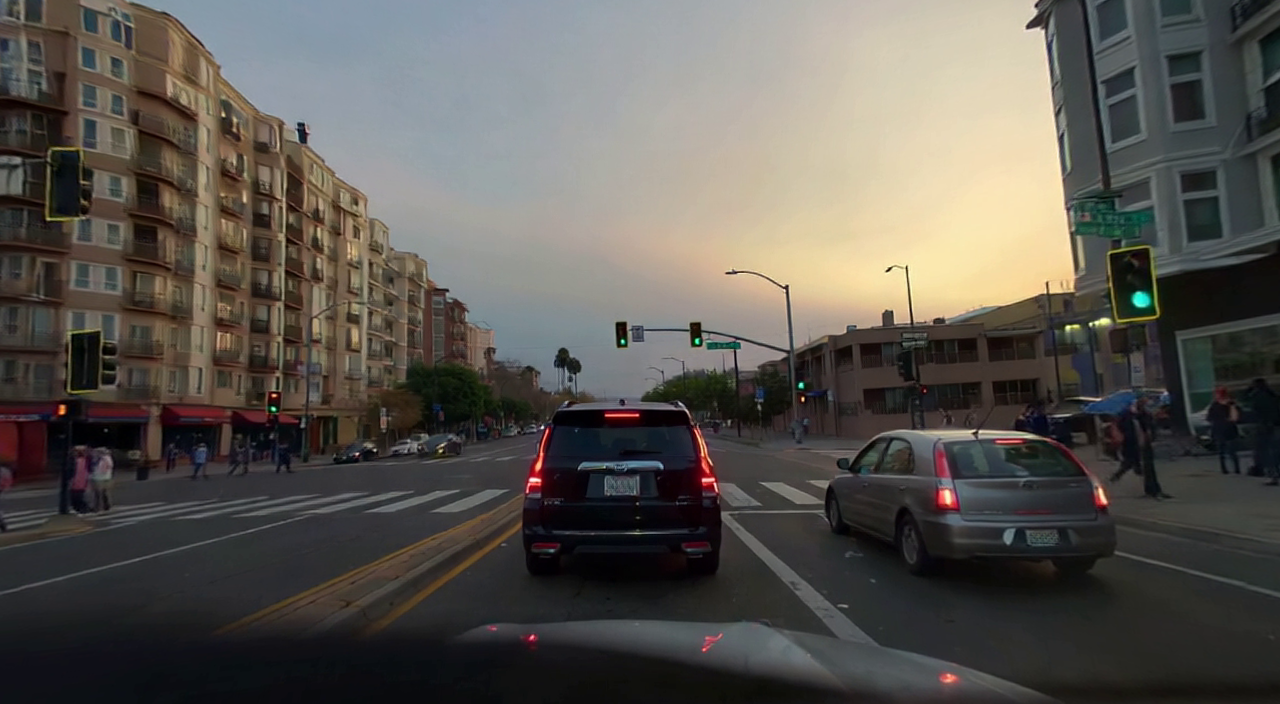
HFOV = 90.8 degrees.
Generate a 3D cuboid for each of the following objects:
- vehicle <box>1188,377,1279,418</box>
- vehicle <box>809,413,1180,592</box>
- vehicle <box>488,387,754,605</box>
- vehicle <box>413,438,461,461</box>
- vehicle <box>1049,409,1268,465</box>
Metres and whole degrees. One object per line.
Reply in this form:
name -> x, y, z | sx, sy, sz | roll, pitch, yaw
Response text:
vehicle -> 26.569, 1.977, 27.168 | 4.287, 1.639, 1.729 | 0, -8, 1
vehicle -> 3.699, 1.648, 7.816 | 1.987, 1.538, 4.510 | 0, -8, 1
vehicle -> -0.145, 1.483, 7.321 | 2.168, 1.776, 4.135 | 0, -8, 0
vehicle -> -15.943, 7.685, 49.851 | 2.132, 1.710, 4.504 | 0, -8, 2
vehicle -> 14.273, 2.378, 17.612 | 4.354, 1.466, 1.863 | -1, -8, 2
